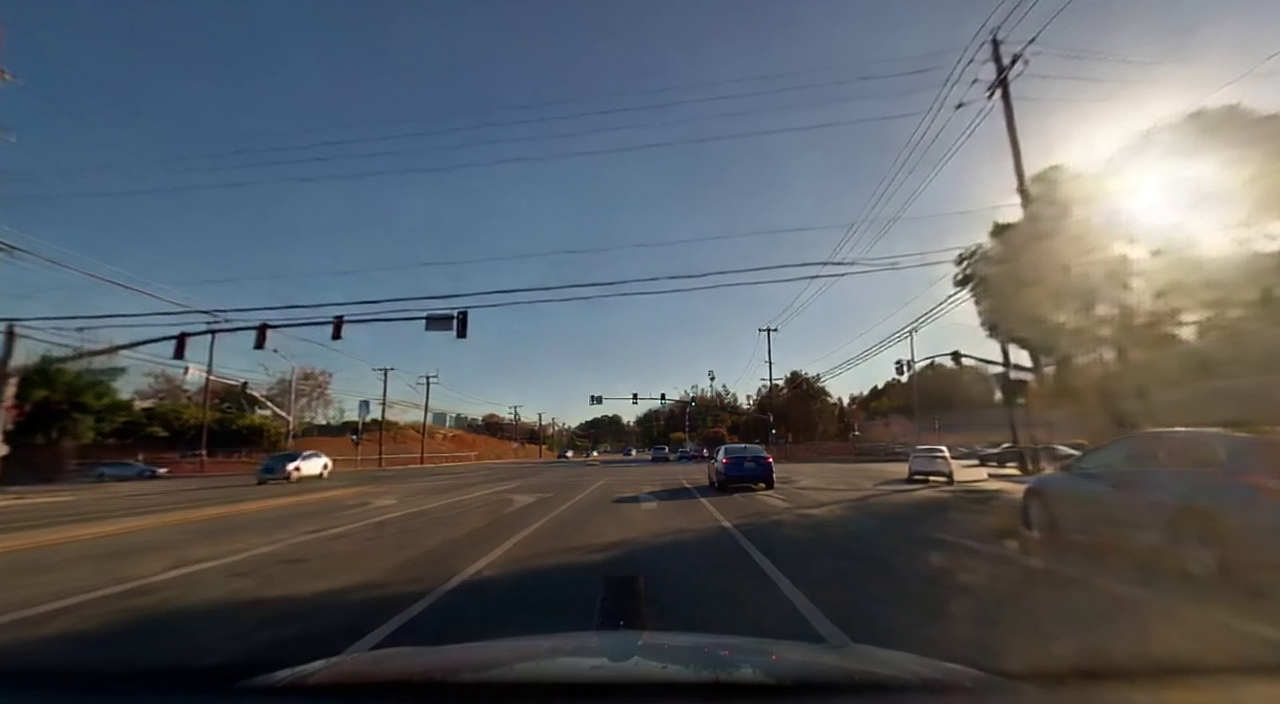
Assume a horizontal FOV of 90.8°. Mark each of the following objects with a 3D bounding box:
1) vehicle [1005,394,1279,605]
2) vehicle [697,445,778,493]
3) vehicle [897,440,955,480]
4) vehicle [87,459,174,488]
[{"bbox_3d":[6.539,1.543,7.280,2.029,1.795,4.371,0,-8,0],"label":"vehicle"},{"bbox_3d":[3.212,3.944,21.727,2.035,1.460,4.392,0,-8,-1],"label":"vehicle"},{"bbox_3d":[13.704,5.157,30.462,1.949,1.758,4.215,-3,-9,17],"label":"vehicle"},{"bbox_3d":[-37.144,8.866,46.131,4.650,1.672,2.119,-4,-8,1],"label":"vehicle"}]
